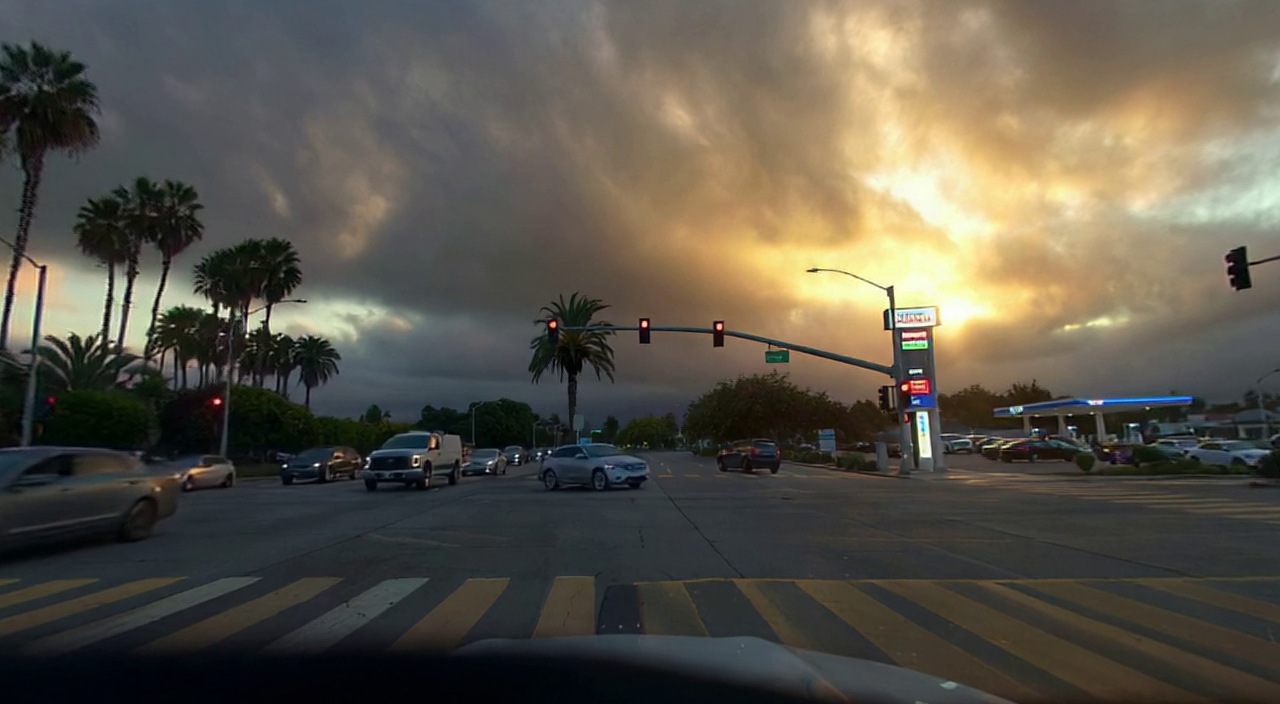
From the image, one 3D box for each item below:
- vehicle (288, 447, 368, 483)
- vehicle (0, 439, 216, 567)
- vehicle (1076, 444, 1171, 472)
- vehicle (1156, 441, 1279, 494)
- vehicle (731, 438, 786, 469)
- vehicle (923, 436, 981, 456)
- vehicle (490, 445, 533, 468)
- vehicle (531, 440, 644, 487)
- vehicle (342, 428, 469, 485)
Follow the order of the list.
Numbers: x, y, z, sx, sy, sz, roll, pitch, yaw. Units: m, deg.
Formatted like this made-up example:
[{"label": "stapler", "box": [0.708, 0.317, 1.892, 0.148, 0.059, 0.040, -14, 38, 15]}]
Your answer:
[{"label": "vehicle", "box": [-15.175, 5.483, 31.011, 1.809, 1.605, 4.033, 0, -9, 0]}, {"label": "vehicle", "box": [-8.647, 2.010, 8.940, 2.034, 1.510, 4.647, 0, -9, 0]}, {"label": "vehicle", "box": [24.246, 5.315, 31.747, 3.474, 1.376, 1.538, 0, -9, -2]}, {"label": "vehicle", "box": [18.670, 3.407, 18.820, 5.015, 1.446, 1.862, 0, -9, -3]}, {"label": "vehicle", "box": [7.014, 6.102, 37.989, 1.929, 1.719, 4.892, 1, -9, -6]}, {"label": "vehicle", "box": [22.520, 6.784, 45.667, 3.356, 1.395, 1.559, 0, -9, -1]}, {"label": "vehicle", "box": [-8.534, 7.005, 42.427, 1.908, 1.473, 4.394, 0, -9, 1]}, {"label": "vehicle", "box": [-2.050, 3.981, 23.004, 2.079, 1.490, 5.064, 5, -10, -30]}, {"label": "vehicle", "box": [-8.646, 3.944, 24.067, 2.609, 1.865, 5.875, 0, -9, 0]}]
